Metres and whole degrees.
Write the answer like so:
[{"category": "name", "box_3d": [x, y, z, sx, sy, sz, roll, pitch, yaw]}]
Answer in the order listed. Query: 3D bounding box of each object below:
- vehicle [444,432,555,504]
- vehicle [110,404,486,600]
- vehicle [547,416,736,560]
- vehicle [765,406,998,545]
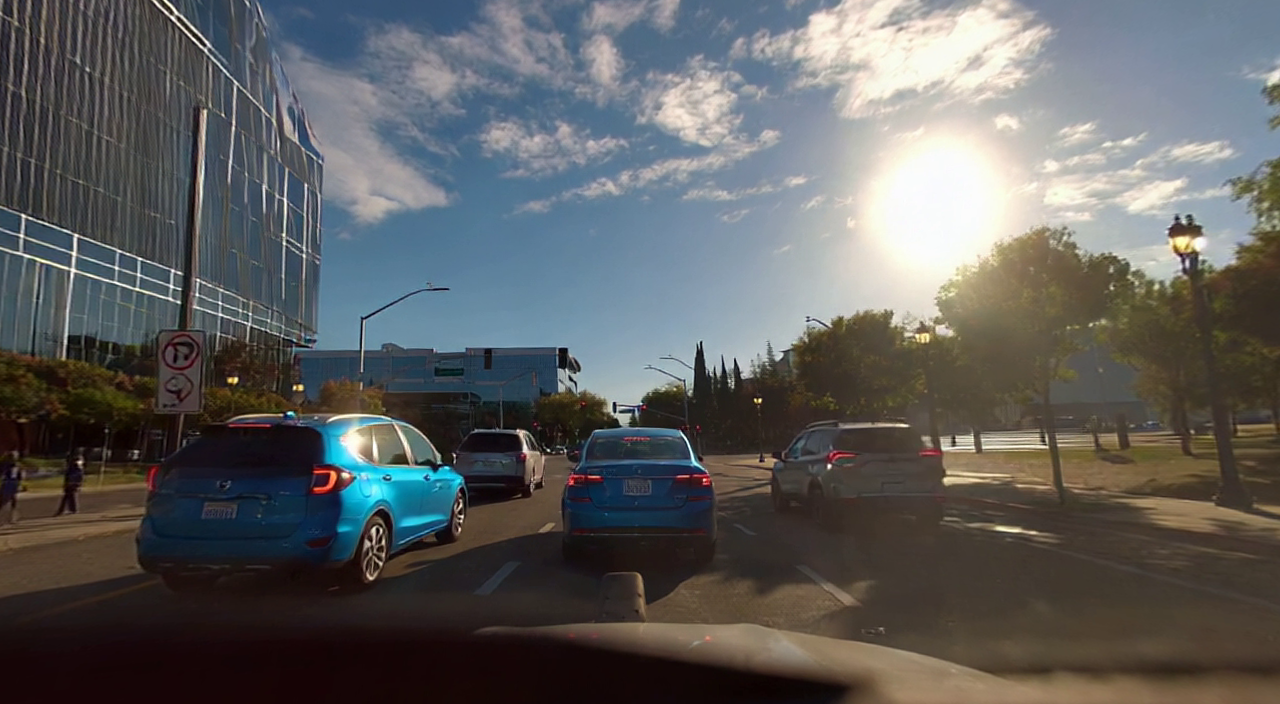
[{"category": "vehicle", "box_3d": [-3.625, 3.067, 17.183, 2.068, 1.678, 4.199, 0, -8, 0]}, {"category": "vehicle", "box_3d": [-3.532, 1.634, 7.769, 2.083, 1.691, 4.398, 0, -8, 1]}, {"category": "vehicle", "box_3d": [-0.016, 1.898, 9.516, 2.207, 1.659, 4.155, 0, -8, -1]}, {"category": "vehicle", "box_3d": [3.661, 1.966, 10.703, 2.026, 1.819, 4.579, 0, -8, -1]}]
